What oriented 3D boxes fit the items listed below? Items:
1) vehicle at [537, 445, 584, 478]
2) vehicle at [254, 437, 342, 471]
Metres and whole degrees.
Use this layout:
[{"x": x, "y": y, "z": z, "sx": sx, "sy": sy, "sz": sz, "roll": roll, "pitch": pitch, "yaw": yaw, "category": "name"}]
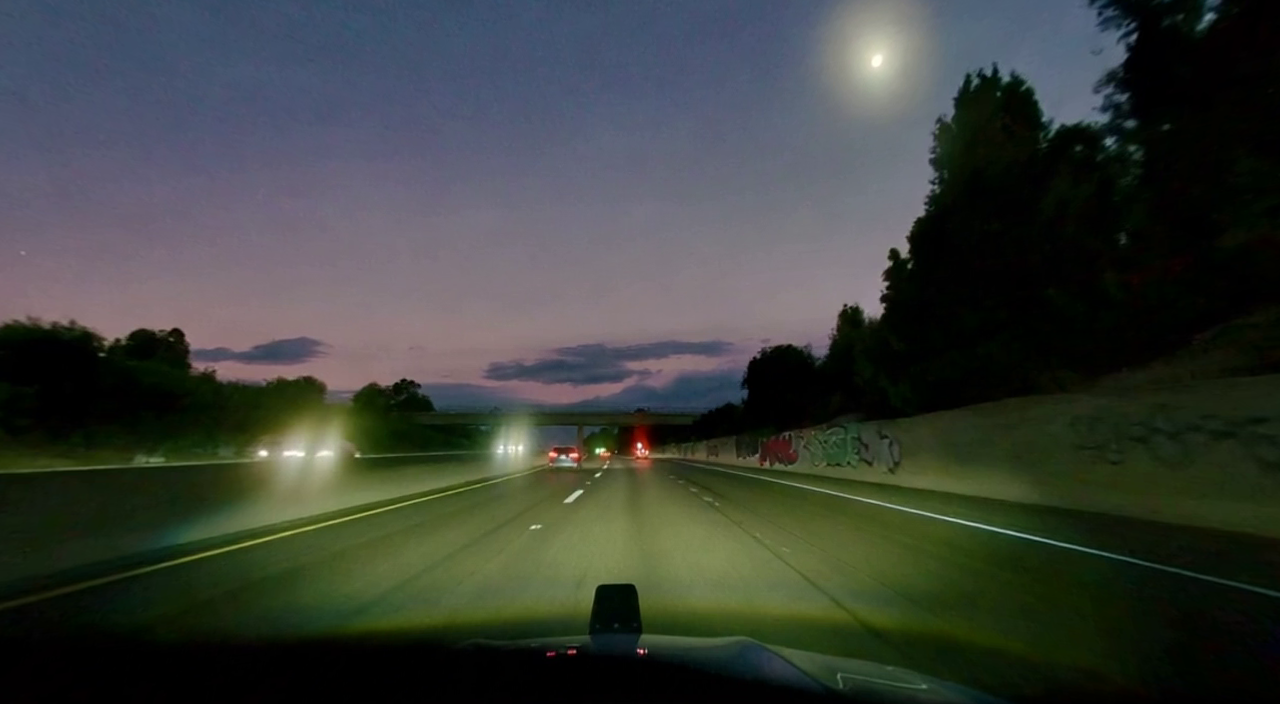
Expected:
[{"x": -3.817, "y": 5.315, "z": 30.745, "sx": 1.871, "sy": 1.459, "sz": 3.771, "roll": 0, "pitch": -9, "yaw": -1, "category": "vehicle"}, {"x": -16.123, "y": 4.823, "z": 29.915, "sx": 1.838, "sy": 1.468, "sz": 4.319, "roll": 0, "pitch": -9, "yaw": -1, "category": "vehicle"}]
